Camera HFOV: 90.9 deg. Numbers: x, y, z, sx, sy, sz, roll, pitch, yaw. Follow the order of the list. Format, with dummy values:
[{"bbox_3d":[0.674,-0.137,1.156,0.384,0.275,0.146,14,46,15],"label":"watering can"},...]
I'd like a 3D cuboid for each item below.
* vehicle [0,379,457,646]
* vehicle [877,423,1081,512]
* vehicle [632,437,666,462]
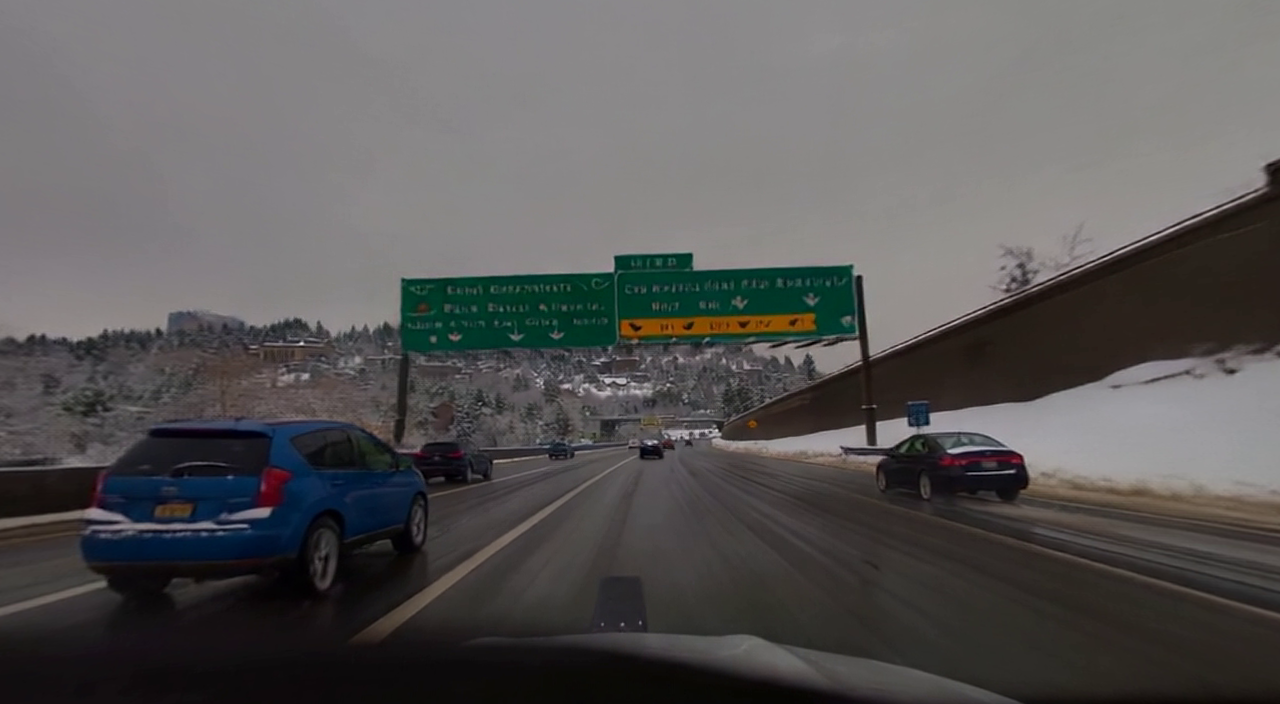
[{"bbox_3d":[-3.905,1.429,6.766,2.210,1.730,5.133,-1,-8,2],"label":"vehicle"},{"bbox_3d":[7.225,2.507,14.143,2.122,1.646,4.491,-1,-8,1],"label":"vehicle"},{"bbox_3d":[0.736,7.517,48.828,2.172,1.824,5.031,-1,-8,6],"label":"vehicle"}]
